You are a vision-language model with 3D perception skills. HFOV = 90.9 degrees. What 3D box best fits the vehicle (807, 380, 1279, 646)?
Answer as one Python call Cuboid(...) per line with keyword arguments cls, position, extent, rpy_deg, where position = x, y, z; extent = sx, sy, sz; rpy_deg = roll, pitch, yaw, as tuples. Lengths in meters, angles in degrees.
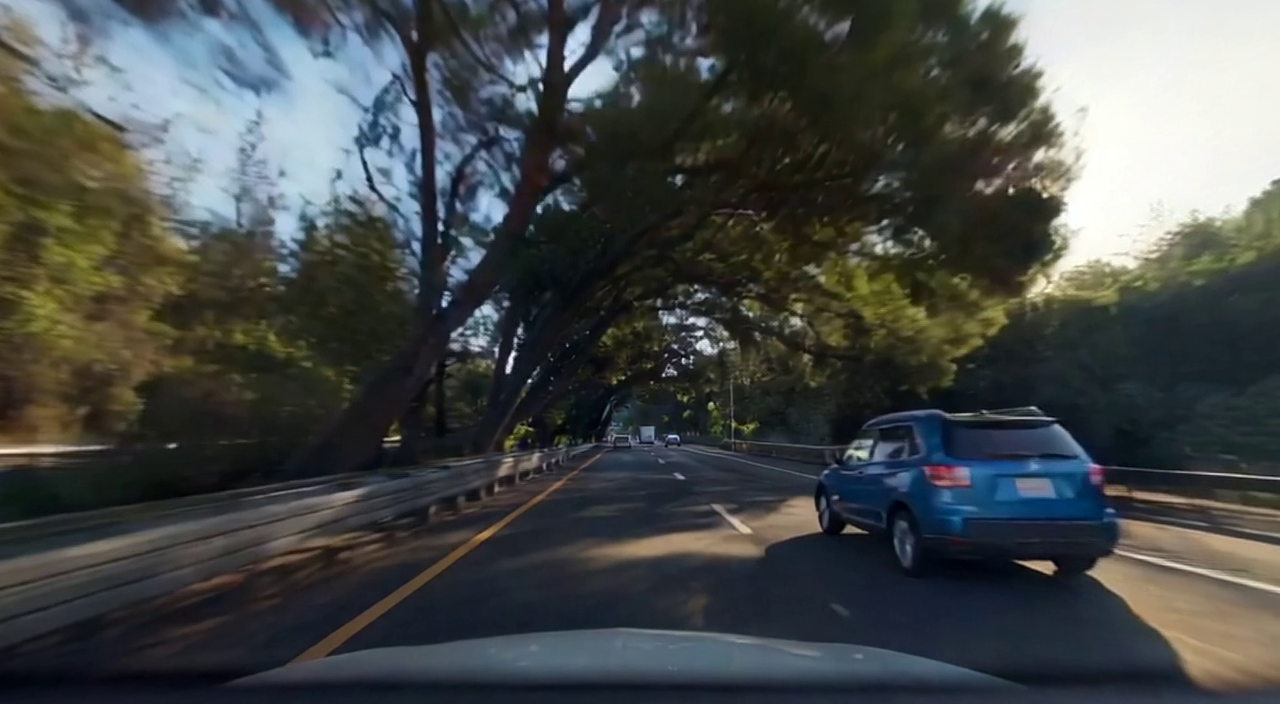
Cuboid(cls="vehicle", position=(3.370, 1.312, 6.304), extent=(2.085, 1.681, 4.436), rpy_deg=(0, -8, -1))
